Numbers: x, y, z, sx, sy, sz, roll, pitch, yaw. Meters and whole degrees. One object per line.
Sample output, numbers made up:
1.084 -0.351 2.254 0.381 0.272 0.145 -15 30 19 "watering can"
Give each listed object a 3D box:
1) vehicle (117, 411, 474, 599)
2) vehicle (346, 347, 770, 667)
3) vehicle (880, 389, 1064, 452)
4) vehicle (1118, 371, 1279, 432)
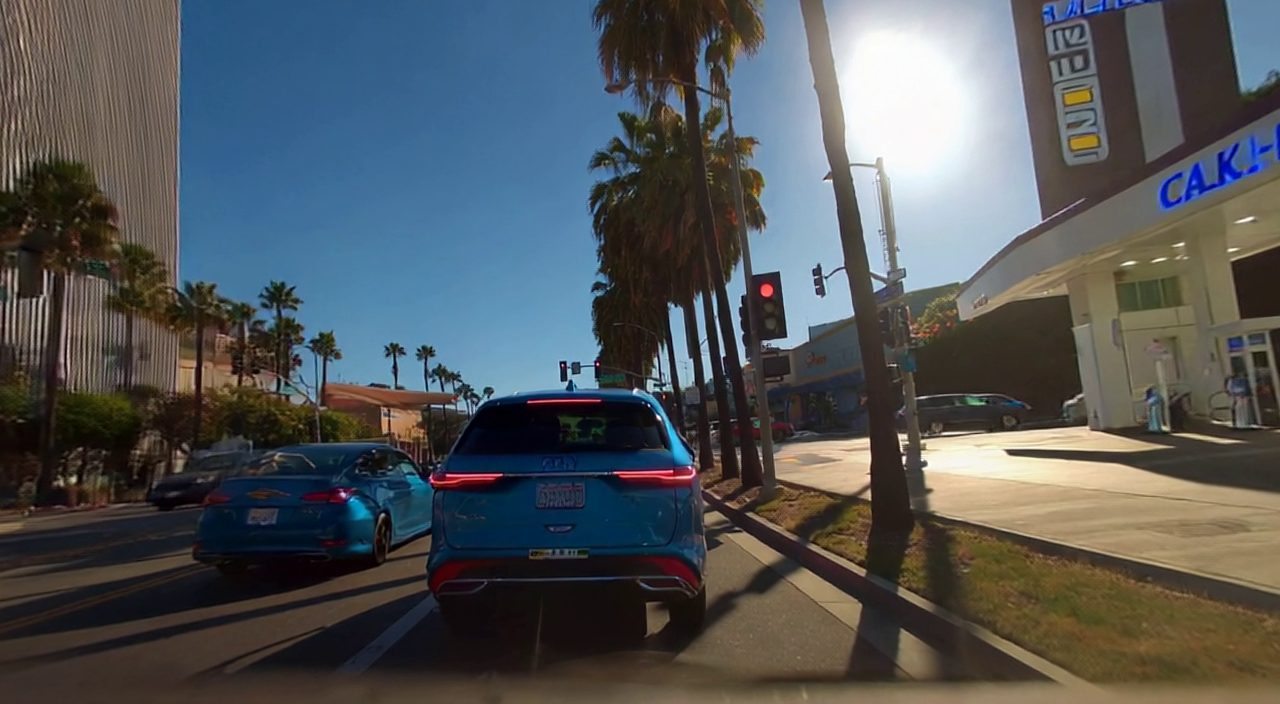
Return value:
-3.808 1.762 8.356 2.097 1.692 5.030 0 -8 -3 "vehicle"
-0.552 1.266 6.288 2.519 1.913 4.819 0 -8 -2 "vehicle"
11.621 2.458 22.400 5.307 2.076 2.122 0 -8 -4 "vehicle"
20.634 1.821 22.714 5.033 1.999 2.259 0 -8 -3 "vehicle"
